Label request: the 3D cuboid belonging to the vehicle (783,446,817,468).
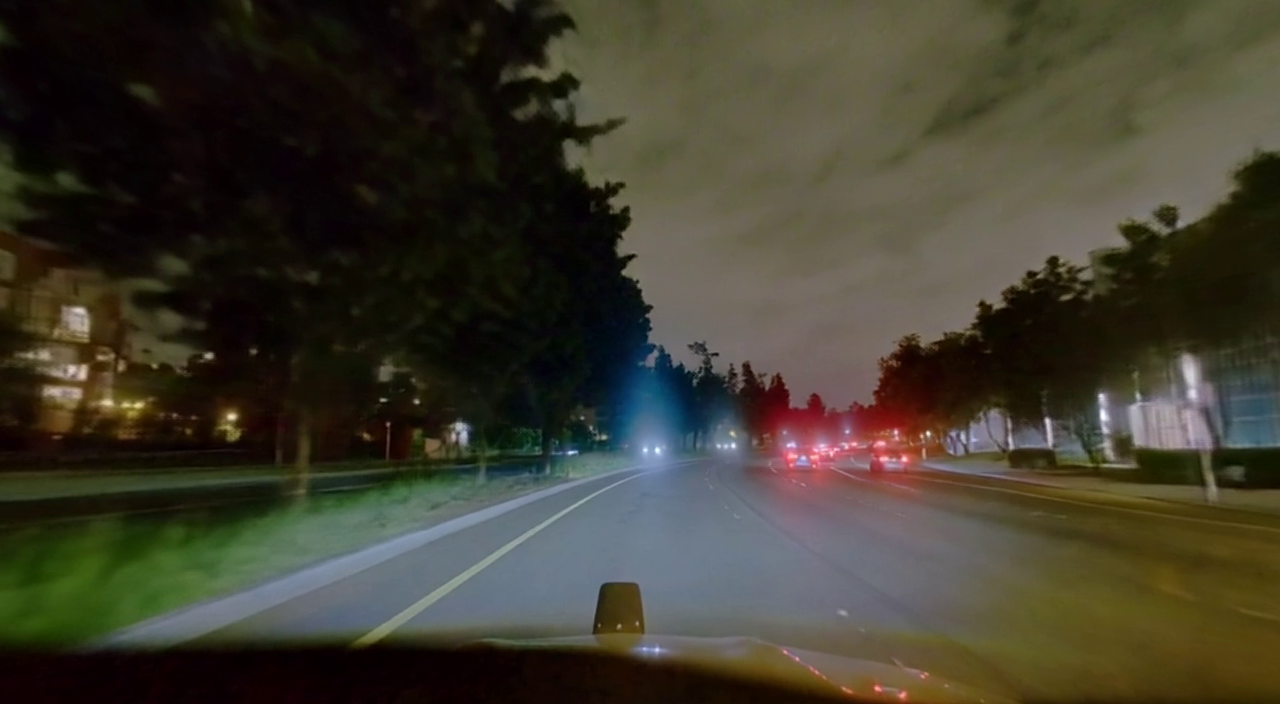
[{"bbox_3d":[11.350,7.458,45.072,1.988,1.460,3.996,-2,-9,9],"label":"vehicle"}]
